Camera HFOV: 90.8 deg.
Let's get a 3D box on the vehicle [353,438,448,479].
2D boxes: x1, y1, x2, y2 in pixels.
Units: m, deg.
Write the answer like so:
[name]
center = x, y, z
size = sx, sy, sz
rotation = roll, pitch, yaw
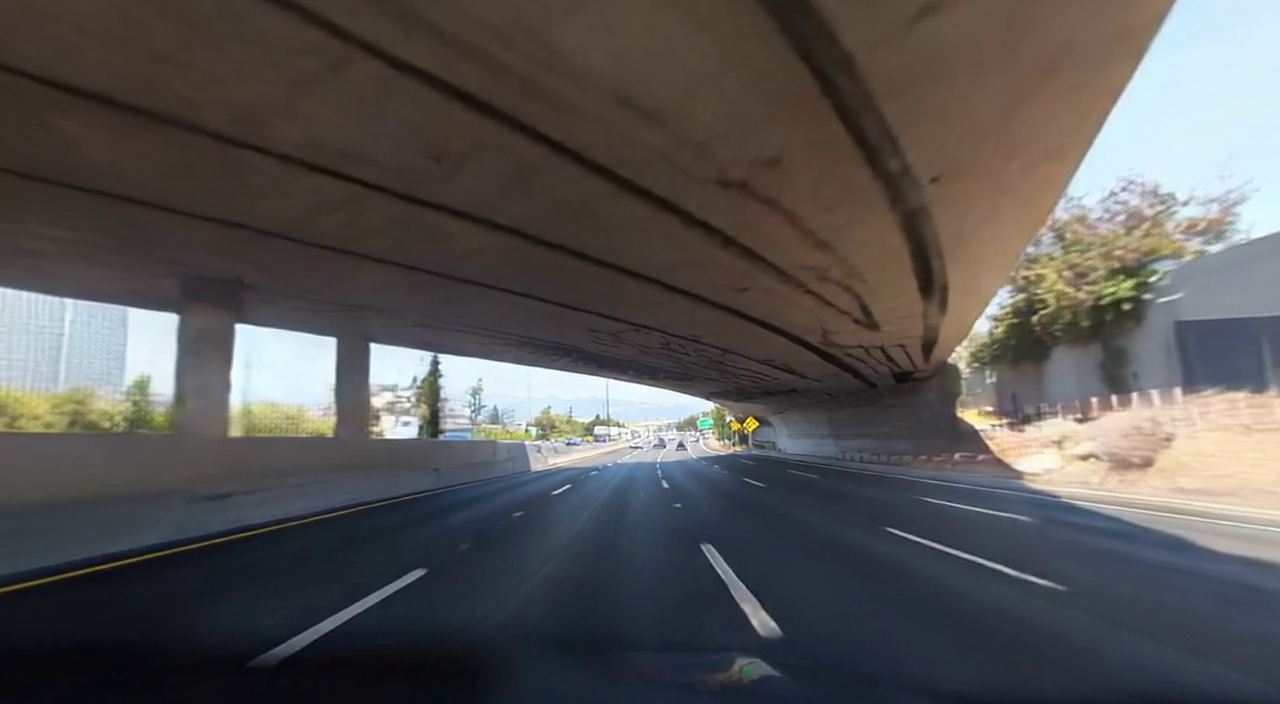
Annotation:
[vehicle]
center = -9.809, 4.390, 26.319
size = 2.101, 1.536, 4.532
rotation = 0, -8, 1
